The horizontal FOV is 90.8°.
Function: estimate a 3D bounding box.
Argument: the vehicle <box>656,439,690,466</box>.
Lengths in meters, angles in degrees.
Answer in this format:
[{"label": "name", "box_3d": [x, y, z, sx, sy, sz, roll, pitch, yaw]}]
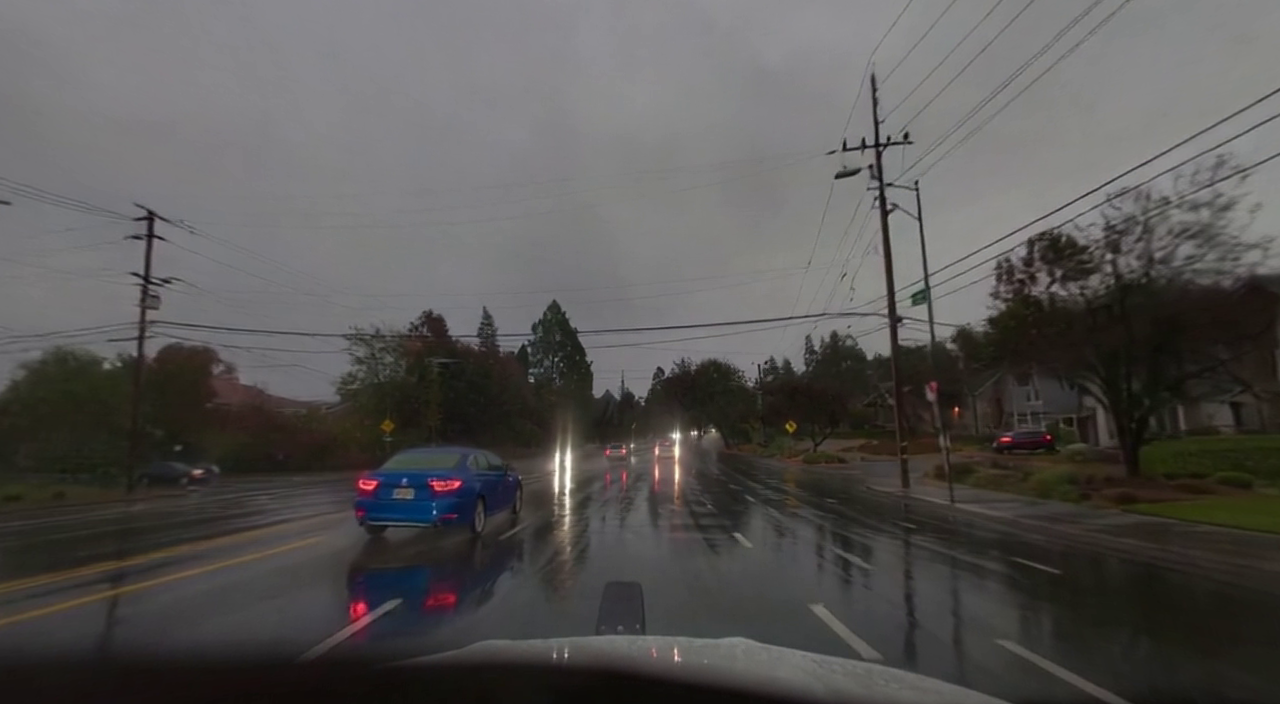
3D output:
[{"label": "vehicle", "box_3d": [2.378, 7.101, 44.764, 2.155, 1.836, 4.250, -1, -8, 6]}]

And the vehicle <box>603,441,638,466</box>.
[{"label": "vehicle", "box_3d": [-1.372, 7.323, 45.718, 1.899, 1.685, 4.121, -1, -8, 7]}]

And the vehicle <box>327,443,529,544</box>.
[{"label": "vehicle", "box_3d": [-3.424, 2.354, 11.277, 1.901, 1.409, 4.442, 0, -8, 2]}]

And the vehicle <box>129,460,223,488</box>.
[{"label": "vehicle", "box_3d": [-26.468, 6.965, 36.057, 4.240, 1.442, 1.574, 0, -8, 5]}]
